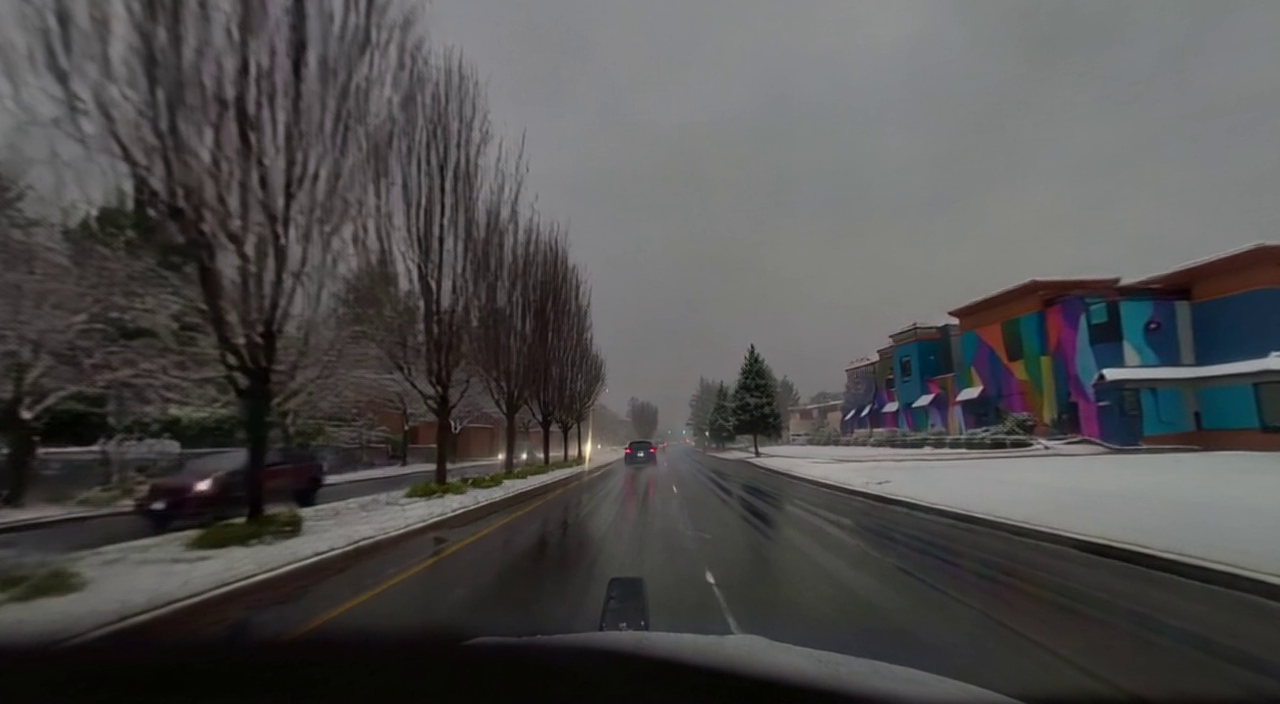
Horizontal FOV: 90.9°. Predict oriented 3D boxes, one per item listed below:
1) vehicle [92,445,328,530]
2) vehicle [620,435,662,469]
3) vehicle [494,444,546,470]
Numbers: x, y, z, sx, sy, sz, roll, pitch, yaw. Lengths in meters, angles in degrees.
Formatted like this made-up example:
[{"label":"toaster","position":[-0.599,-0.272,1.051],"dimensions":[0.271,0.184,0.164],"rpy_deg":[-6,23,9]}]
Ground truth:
[{"label":"vehicle","position":[-9.020,2.819,13.822],"dimensions":[1.935,1.522,4.348],"rpy_deg":[0,-8,3]},{"label":"vehicle","position":[0.132,5.398,34.111],"dimensions":[2.129,1.713,4.314],"rpy_deg":[0,-8,2]},{"label":"vehicle","position":[-7.223,6.349,38.275],"dimensions":[2.040,1.465,4.448],"rpy_deg":[0,-8,3]}]
